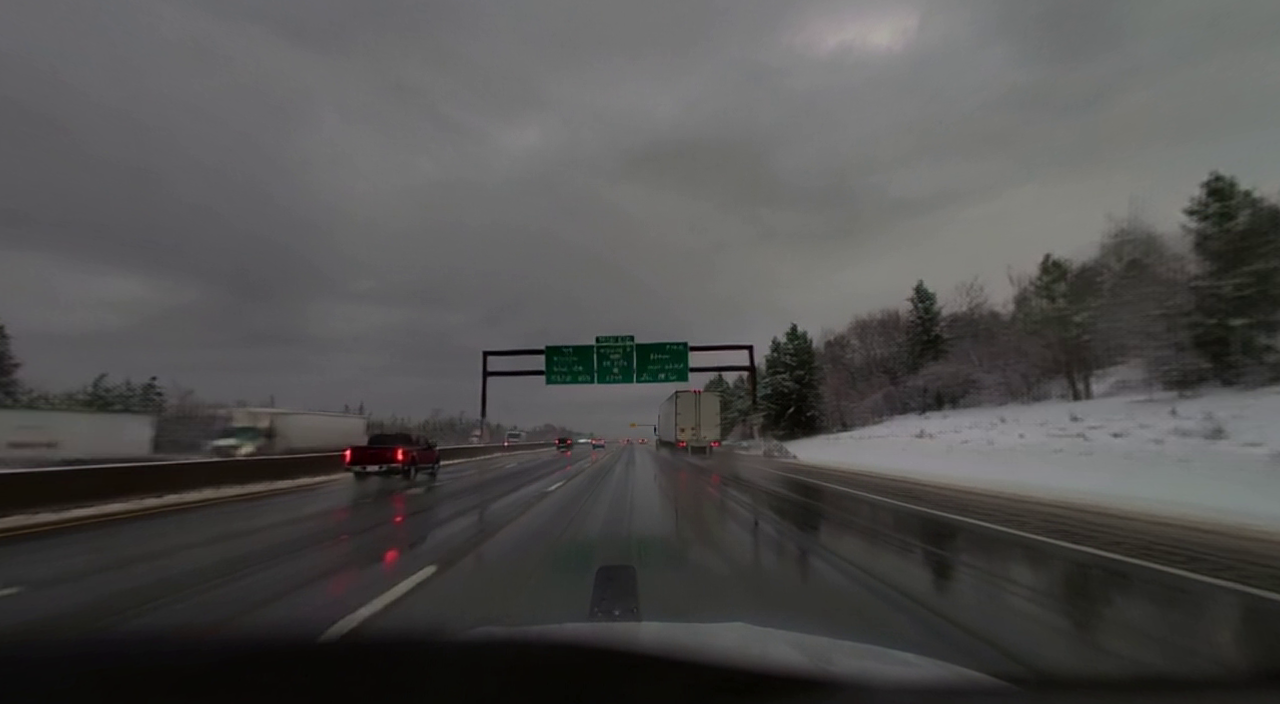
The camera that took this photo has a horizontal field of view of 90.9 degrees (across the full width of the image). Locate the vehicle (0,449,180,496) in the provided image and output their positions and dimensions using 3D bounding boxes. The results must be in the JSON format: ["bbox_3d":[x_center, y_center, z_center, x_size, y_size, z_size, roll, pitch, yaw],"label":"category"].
[{"bbox_3d":[-25.185,4.838,25.212,2.631,1.525,16.050,0,-8,-3],"label":"vehicle"}]

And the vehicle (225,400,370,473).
[{"bbox_3d":[-19.173,4.857,36.303,2.912,3.597,9.830,0,-8,-1],"label":"vehicle"}]

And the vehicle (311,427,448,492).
[{"bbox_3d":[-7.364,3.048,18.439,2.076,1.636,4.597,0,-8,0],"label":"vehicle"}]

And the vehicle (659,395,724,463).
[{"bbox_3d":[3.005,4.991,40.550,2.760,3.710,12.230,0,-7,-2],"label":"vehicle"}]

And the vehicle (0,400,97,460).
[{"bbox_3d":[-25.237,3.153,25.261,2.124,2.243,5.489,0,-8,-2],"label":"vehicle"}]
